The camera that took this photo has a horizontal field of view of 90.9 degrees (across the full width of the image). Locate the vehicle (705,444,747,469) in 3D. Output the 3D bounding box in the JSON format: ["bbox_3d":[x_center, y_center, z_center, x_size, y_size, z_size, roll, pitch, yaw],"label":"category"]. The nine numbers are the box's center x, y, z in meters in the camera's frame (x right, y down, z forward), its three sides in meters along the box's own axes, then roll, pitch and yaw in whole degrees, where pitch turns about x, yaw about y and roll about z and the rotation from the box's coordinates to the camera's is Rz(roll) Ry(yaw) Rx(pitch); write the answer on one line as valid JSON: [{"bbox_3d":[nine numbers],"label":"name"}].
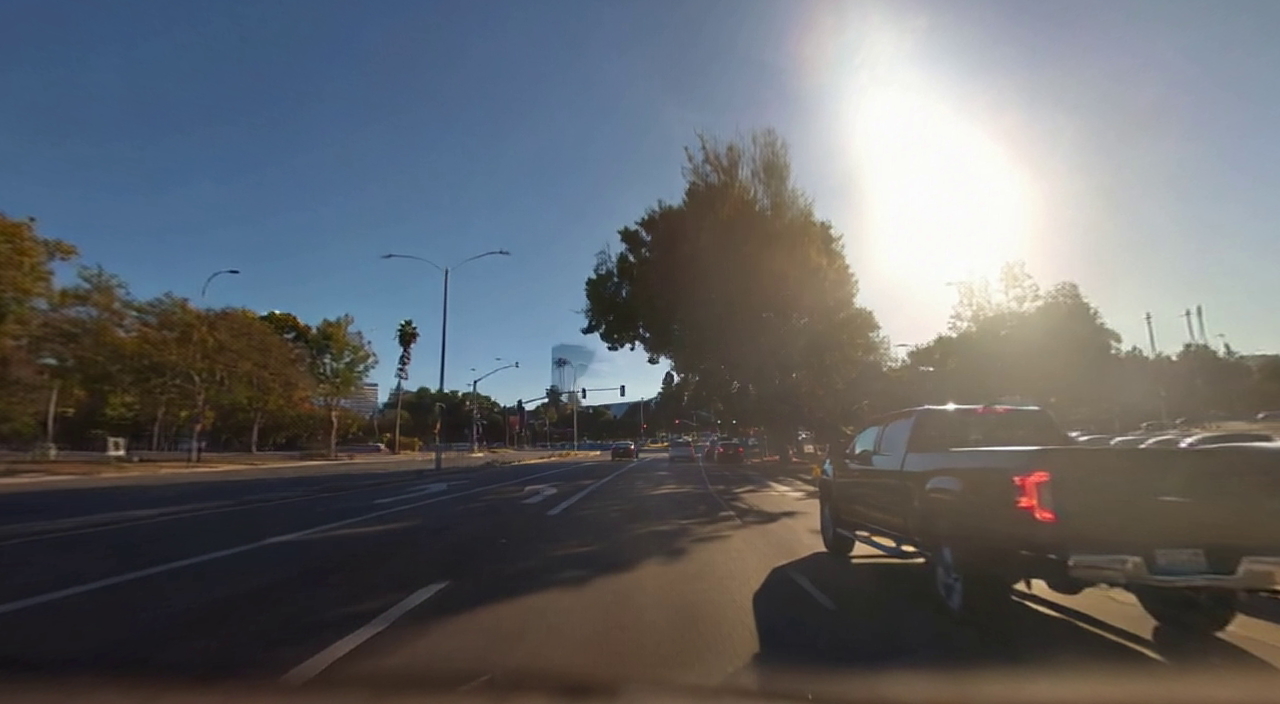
[{"bbox_3d":[5.720,6.989,42.405,2.292,1.563,4.734,-1,-8,2],"label":"vehicle"}]

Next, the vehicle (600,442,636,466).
[{"bbox_3d":[-1.483,7.078,43.762,1.958,1.542,4.175,-1,-9,5],"label":"vehicle"}]

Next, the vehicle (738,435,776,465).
[{"bbox_3d":[9.044,7.592,49.070,2.186,2.202,5.426,-1,-9,3],"label":"vehicle"}]

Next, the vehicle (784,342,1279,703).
[{"bbox_3d":[3.200,1.250,5.806,2.333,1.777,5.713,0,-8,-1],"label":"vehicle"}]
